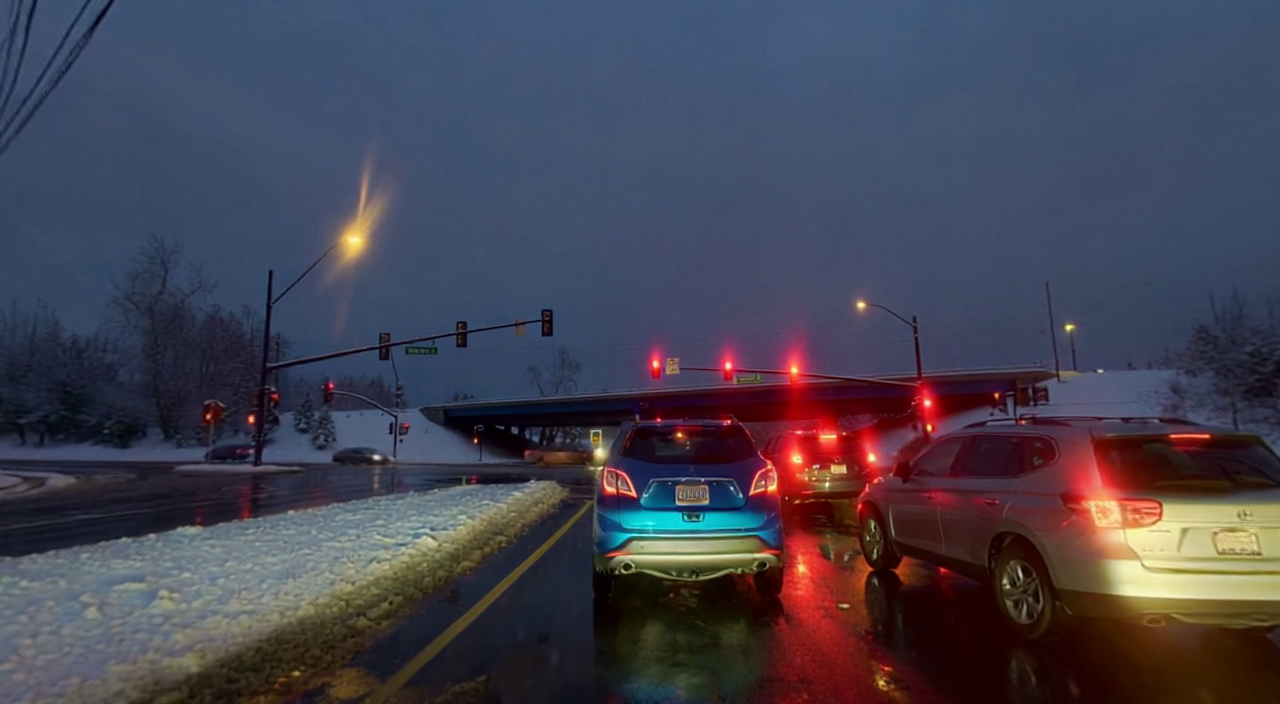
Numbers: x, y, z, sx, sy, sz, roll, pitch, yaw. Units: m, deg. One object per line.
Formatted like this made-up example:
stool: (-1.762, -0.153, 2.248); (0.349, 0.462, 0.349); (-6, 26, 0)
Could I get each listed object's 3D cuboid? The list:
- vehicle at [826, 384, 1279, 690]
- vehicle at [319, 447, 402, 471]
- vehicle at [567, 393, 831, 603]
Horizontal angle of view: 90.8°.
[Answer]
vehicle: (3.406, 1.343, 5.806); (1.990, 1.649, 4.625); (0, -8, 0)
vehicle: (-17.696, 6.740, 40.029); (4.411, 1.466, 1.998); (-2, -9, 12)
vehicle: (0.443, 1.560, 7.622); (2.240, 1.778, 4.335); (0, -8, -2)
